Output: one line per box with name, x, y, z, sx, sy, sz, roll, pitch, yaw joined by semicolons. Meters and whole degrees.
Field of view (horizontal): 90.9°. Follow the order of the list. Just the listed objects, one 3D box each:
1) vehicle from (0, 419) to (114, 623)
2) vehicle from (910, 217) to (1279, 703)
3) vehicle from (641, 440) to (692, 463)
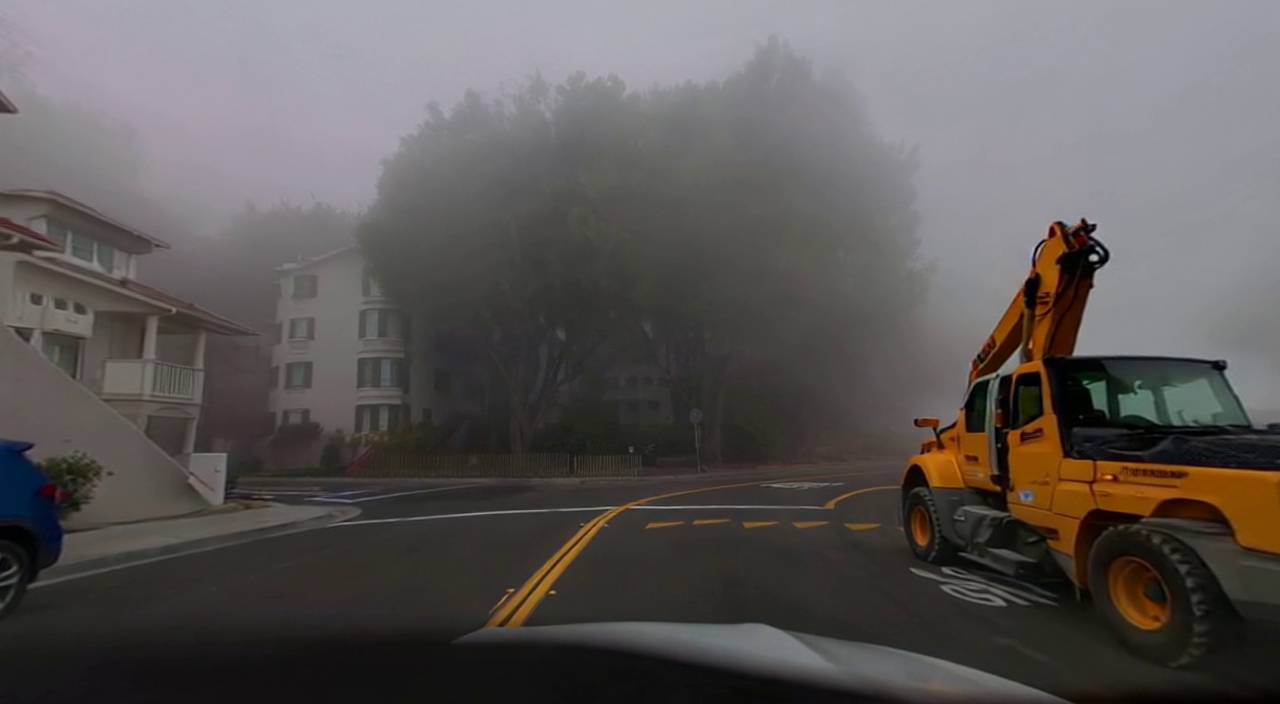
vehicle;-6.729;1.303;4.205;2.220;1.765;4.799;0;-8;1
vehicle;4.337;0.816;5.082;2.501;2.613;3.505;0;-9;-4
vehicle;1.911;7.247;46.124;3.629;1.578;1.802;0;-8;-1
